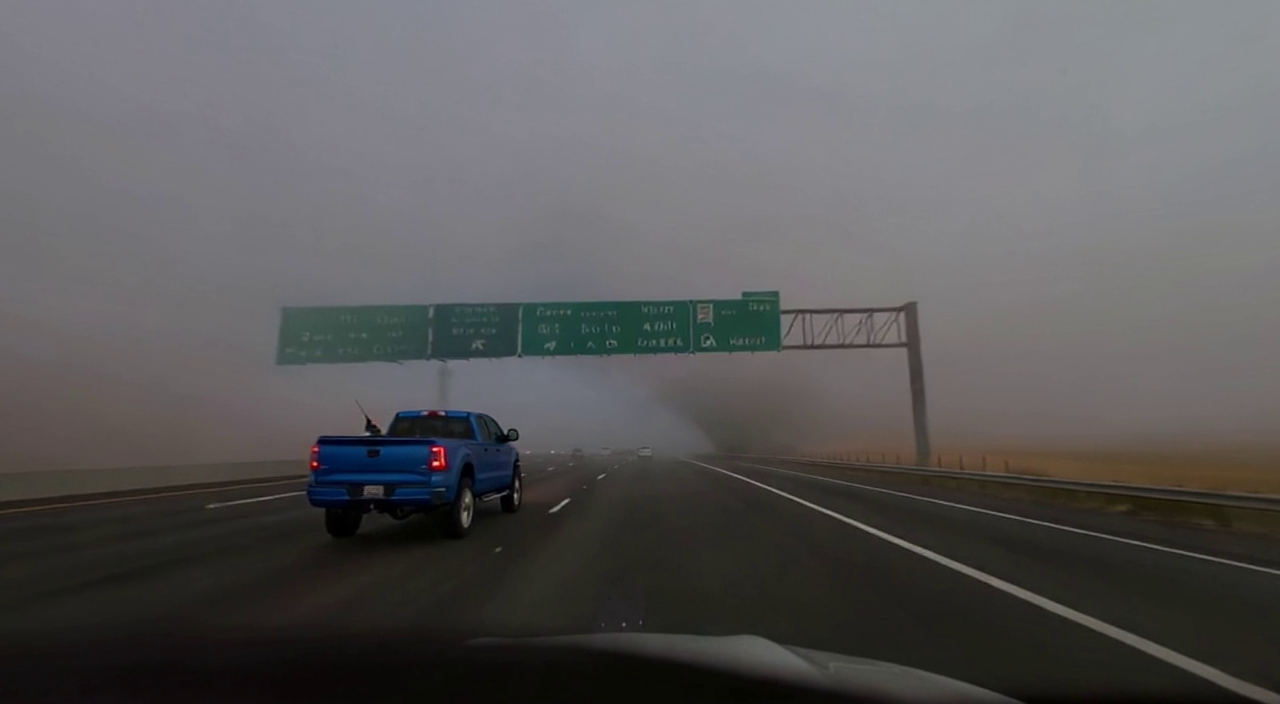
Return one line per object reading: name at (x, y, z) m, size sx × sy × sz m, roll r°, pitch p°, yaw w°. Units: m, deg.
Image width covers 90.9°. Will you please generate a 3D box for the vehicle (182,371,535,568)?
vehicle at (-3.501, 1.683, 9.807) m, size 2.601 × 2.084 × 6.068 m, roll 0°, pitch -8°, yaw 1°
